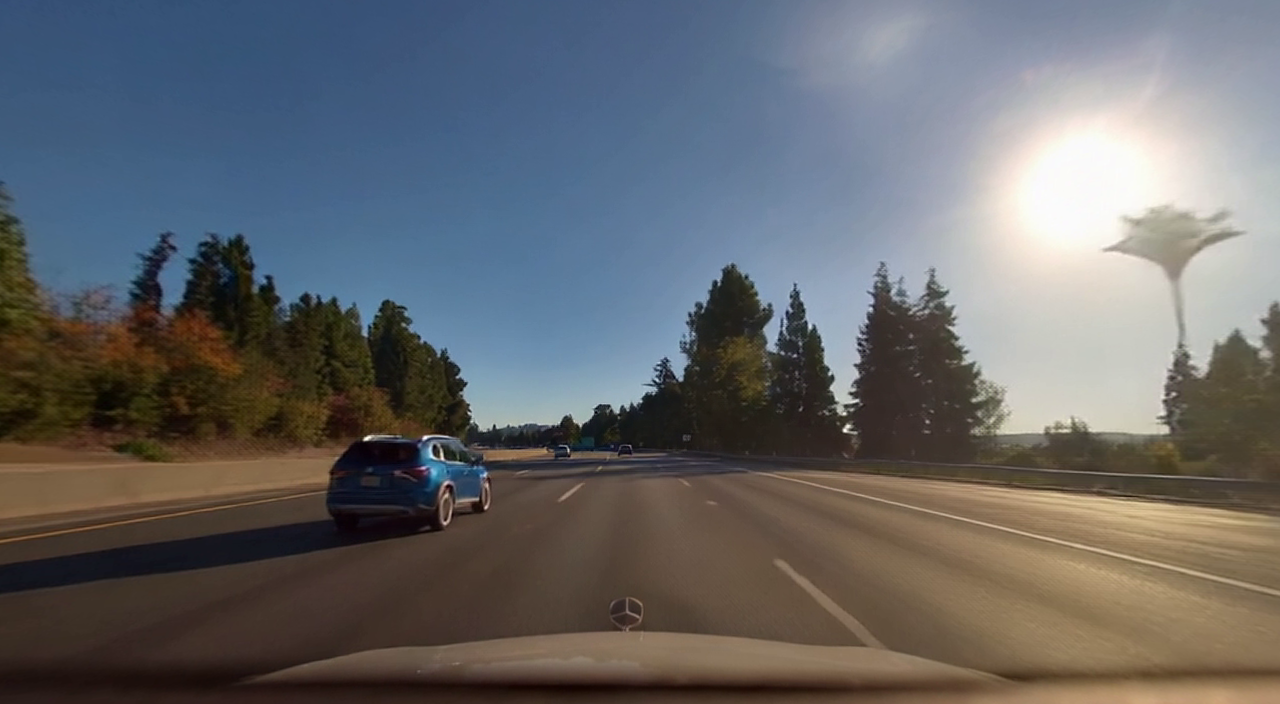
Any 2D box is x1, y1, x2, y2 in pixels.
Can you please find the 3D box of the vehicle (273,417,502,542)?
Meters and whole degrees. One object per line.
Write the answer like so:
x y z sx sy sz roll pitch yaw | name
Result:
-4.033 2.122 11.146 2.162 1.724 4.537 0 -8 0 | vehicle
